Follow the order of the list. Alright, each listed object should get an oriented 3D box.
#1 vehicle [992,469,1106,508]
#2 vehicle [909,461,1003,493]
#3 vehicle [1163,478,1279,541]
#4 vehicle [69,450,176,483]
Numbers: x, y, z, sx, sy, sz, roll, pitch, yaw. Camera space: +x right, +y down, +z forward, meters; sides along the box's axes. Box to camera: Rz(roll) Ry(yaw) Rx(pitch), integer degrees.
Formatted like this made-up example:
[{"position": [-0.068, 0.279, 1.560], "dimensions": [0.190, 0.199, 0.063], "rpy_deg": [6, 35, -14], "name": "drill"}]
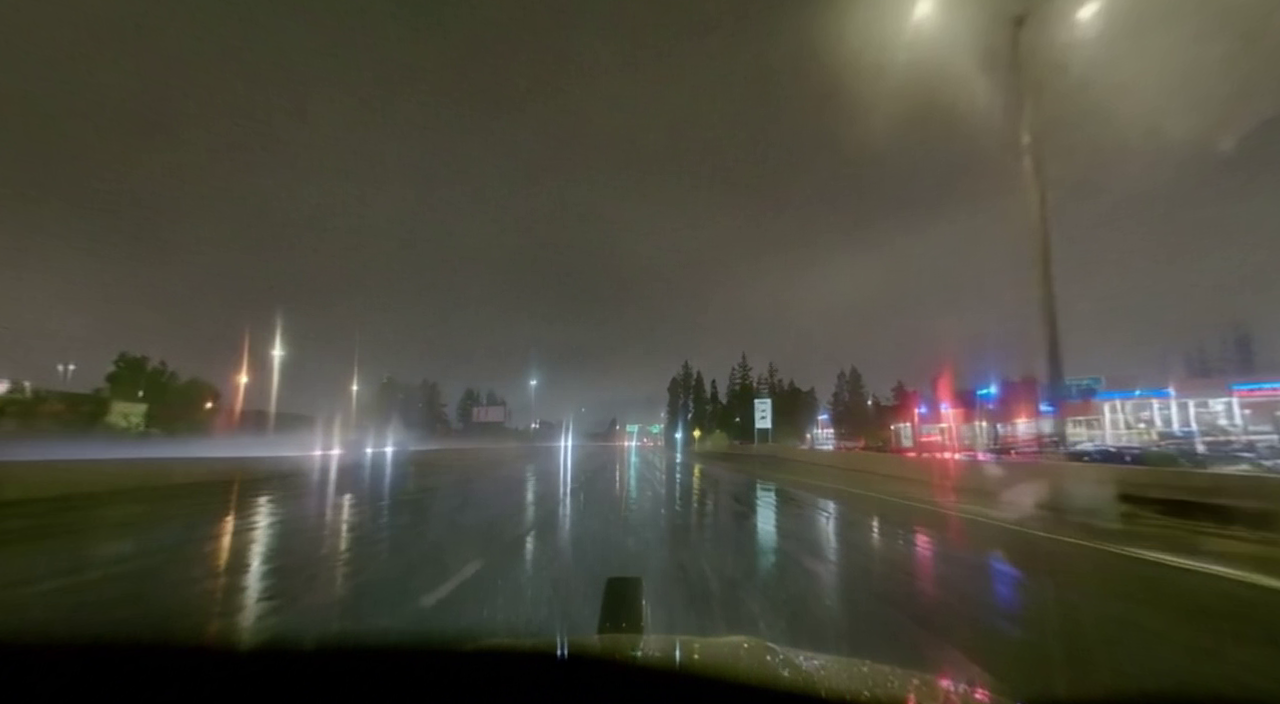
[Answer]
[{"position": [15.905, 5.318, 24.631], "dimensions": [3.323, 1.358, 1.599], "rpy_deg": [0, -8, -3], "name": "vehicle"}, {"position": [16.262, 6.461, 32.596], "dimensions": [3.909, 1.410, 1.657], "rpy_deg": [-1, -7, -1], "name": "vehicle"}, {"position": [16.342, 4.130, 16.705], "dimensions": [3.313, 1.353, 1.630], "rpy_deg": [-4, -9, 5], "name": "vehicle"}, {"position": [-24.789, 5.478, 30.407], "dimensions": [1.735, 1.428, 4.003], "rpy_deg": [0, -8, 1], "name": "vehicle"}]
